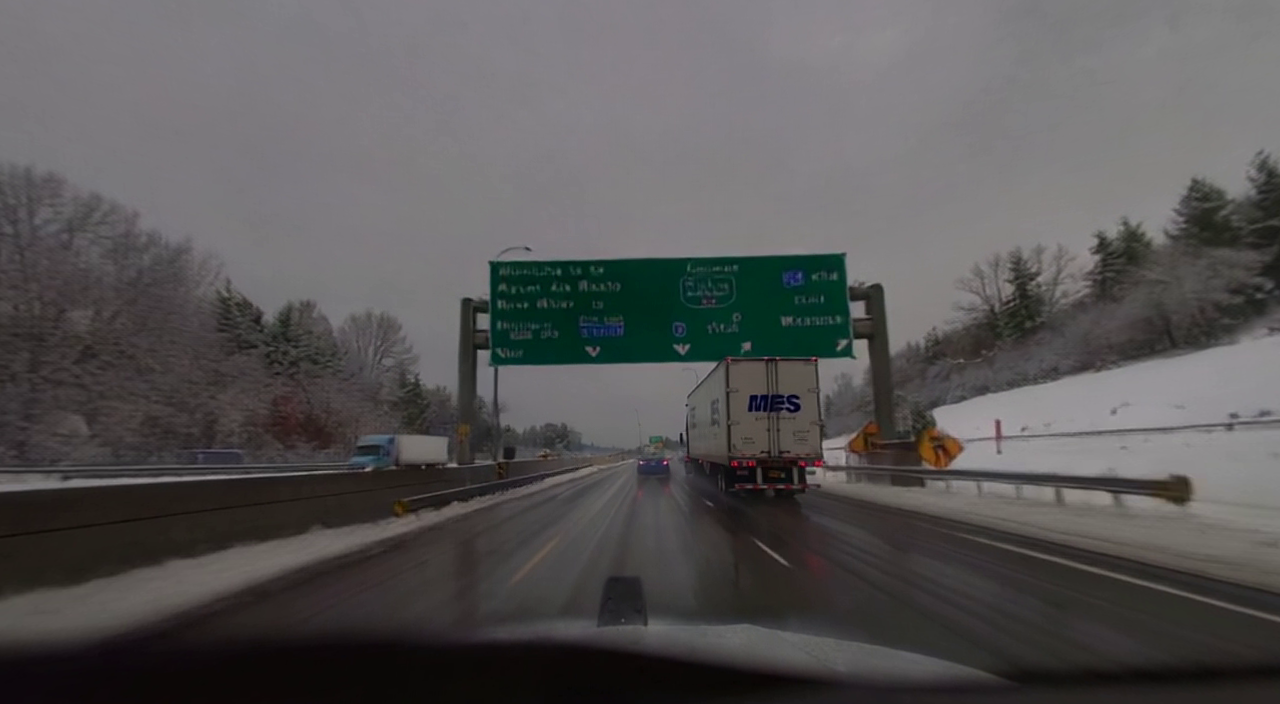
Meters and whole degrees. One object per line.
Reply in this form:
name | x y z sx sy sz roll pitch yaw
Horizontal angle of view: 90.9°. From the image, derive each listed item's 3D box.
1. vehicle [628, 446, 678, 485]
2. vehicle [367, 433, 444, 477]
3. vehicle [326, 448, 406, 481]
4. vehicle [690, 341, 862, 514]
vehicle | 0.570 5.173 28.975 2.121 1.642 3.828 0 -9 0
vehicle | -16.974 7.534 46.260 2.732 2.908 7.110 0 -9 1
vehicle | -17.035 7.005 39.479 2.827 1.881 4.544 0 -9 1
vehicle | 3.757 2.844 22.070 3.002 4.104 14.174 0 -9 0
